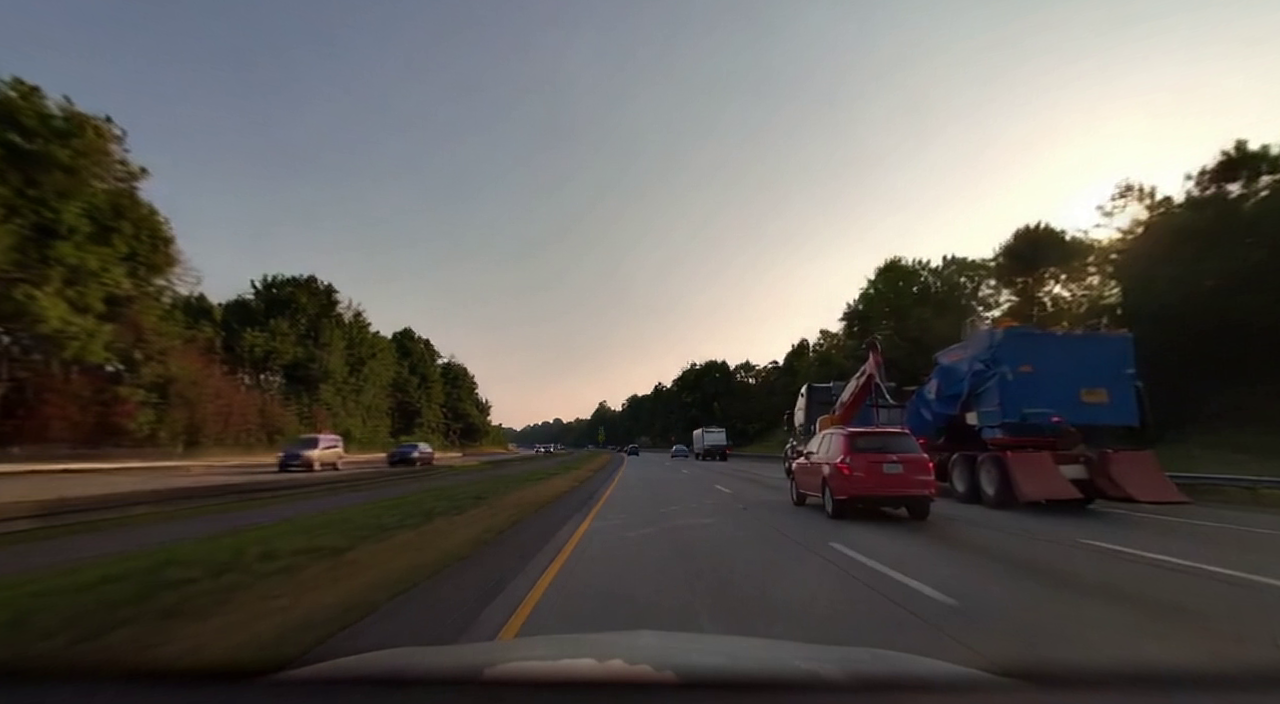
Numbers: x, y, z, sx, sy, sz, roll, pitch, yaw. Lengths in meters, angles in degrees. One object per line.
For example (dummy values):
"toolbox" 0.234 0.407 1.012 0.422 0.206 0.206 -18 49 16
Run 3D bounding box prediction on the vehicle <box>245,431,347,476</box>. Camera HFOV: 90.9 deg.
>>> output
"vehicle" -16.452 4.908 30.540 2.104 1.995 5.069 0 -9 -1

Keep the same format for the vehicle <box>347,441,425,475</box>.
"vehicle" -11.907 5.001 29.883 1.881 1.505 4.448 0 -9 0

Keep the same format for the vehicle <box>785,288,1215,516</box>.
"vehicle" 8.164 2.118 19.428 3.441 4.016 16.812 0 -9 0

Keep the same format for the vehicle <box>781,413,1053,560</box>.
"vehicle" 3.638 1.859 9.318 2.022 1.658 4.132 0 -9 -2
